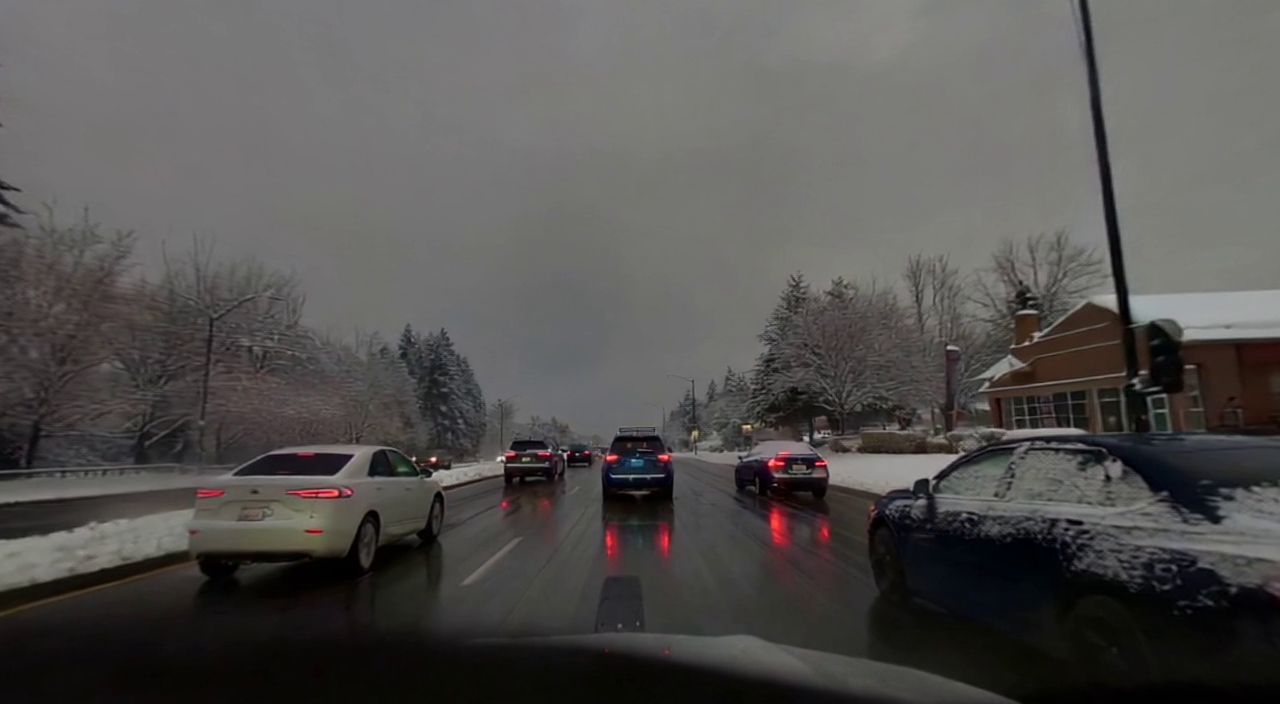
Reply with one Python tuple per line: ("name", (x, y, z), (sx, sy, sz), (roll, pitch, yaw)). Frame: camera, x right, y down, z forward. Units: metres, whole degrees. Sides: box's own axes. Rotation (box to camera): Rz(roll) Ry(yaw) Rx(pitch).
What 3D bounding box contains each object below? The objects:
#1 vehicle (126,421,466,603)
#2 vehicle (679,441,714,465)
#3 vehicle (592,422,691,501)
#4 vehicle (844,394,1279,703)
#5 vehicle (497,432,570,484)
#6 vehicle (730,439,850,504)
("vehicle", (-3.602, 1.709, 7.653), (1.864, 1.574, 4.031), (0, -8, -1))
("vehicle", (3.807, 6.814, 42.852), (1.926, 1.522, 3.852), (0, -8, -1))
("vehicle", (0.024, 2.844, 16.794), (2.279, 1.803, 4.254), (0, -8, 0))
("vehicle", (3.179, 1.210, 4.347), (1.976, 1.492, 4.436), (0, -8, -1))
("vehicle", (-3.781, 3.853, 23.241), (1.932, 1.695, 4.150), (0, -8, 0))
("vehicle", (3.743, 3.045, 16.666), (1.888, 1.456, 4.589), (0, -8, -2))
